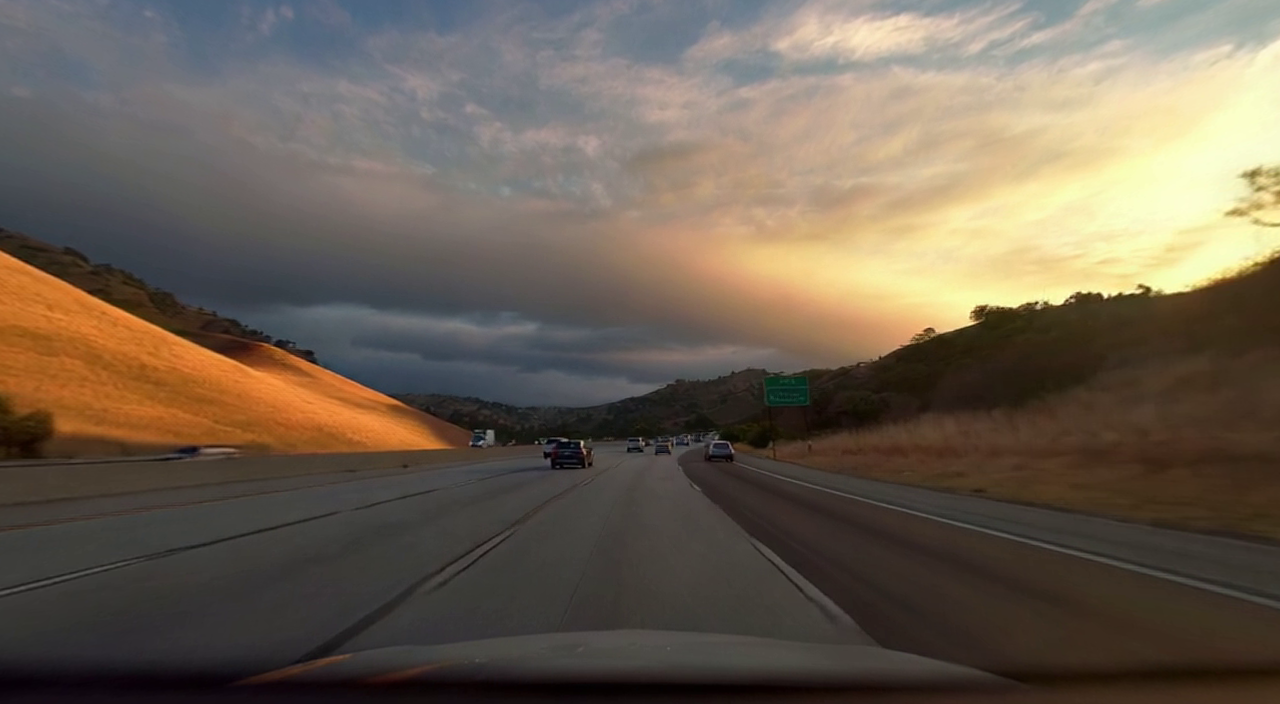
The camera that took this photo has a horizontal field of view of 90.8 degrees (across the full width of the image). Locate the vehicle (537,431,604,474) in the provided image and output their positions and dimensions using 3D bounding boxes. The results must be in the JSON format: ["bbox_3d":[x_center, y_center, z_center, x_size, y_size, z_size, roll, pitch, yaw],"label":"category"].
[{"bbox_3d":[-2.918,4.361,27.593,2.166,1.700,4.661,-1,-9,3],"label":"vehicle"}]

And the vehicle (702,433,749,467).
[{"bbox_3d":[4.870,5.665,36.634,2.164,1.788,4.500,0,-8,1],"label":"vehicle"}]

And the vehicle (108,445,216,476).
[{"bbox_3d":[-25.015,5.689,33.330,1.814,1.492,4.803,-1,-8,2],"label":"vehicle"}]
